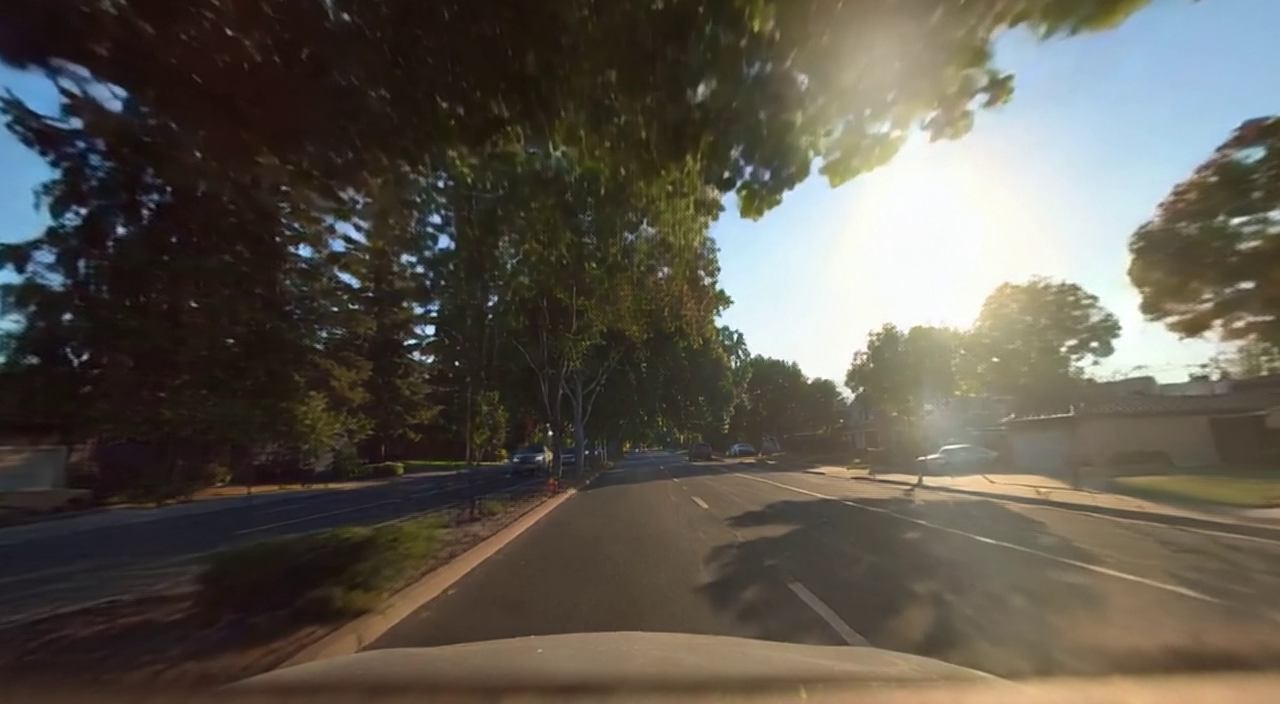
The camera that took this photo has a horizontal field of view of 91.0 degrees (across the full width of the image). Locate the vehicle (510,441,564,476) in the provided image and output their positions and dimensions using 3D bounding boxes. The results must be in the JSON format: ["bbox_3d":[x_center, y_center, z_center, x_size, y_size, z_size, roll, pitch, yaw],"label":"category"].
[{"bbox_3d":[-5.750,5.988,35.800,2.071,1.823,4.799,0,-9,2],"label":"vehicle"}]

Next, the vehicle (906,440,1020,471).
[{"bbox_3d":[15.600,5.007,30.557,4.500,1.390,1.864,0,-8,-2],"label":"vehicle"}]
